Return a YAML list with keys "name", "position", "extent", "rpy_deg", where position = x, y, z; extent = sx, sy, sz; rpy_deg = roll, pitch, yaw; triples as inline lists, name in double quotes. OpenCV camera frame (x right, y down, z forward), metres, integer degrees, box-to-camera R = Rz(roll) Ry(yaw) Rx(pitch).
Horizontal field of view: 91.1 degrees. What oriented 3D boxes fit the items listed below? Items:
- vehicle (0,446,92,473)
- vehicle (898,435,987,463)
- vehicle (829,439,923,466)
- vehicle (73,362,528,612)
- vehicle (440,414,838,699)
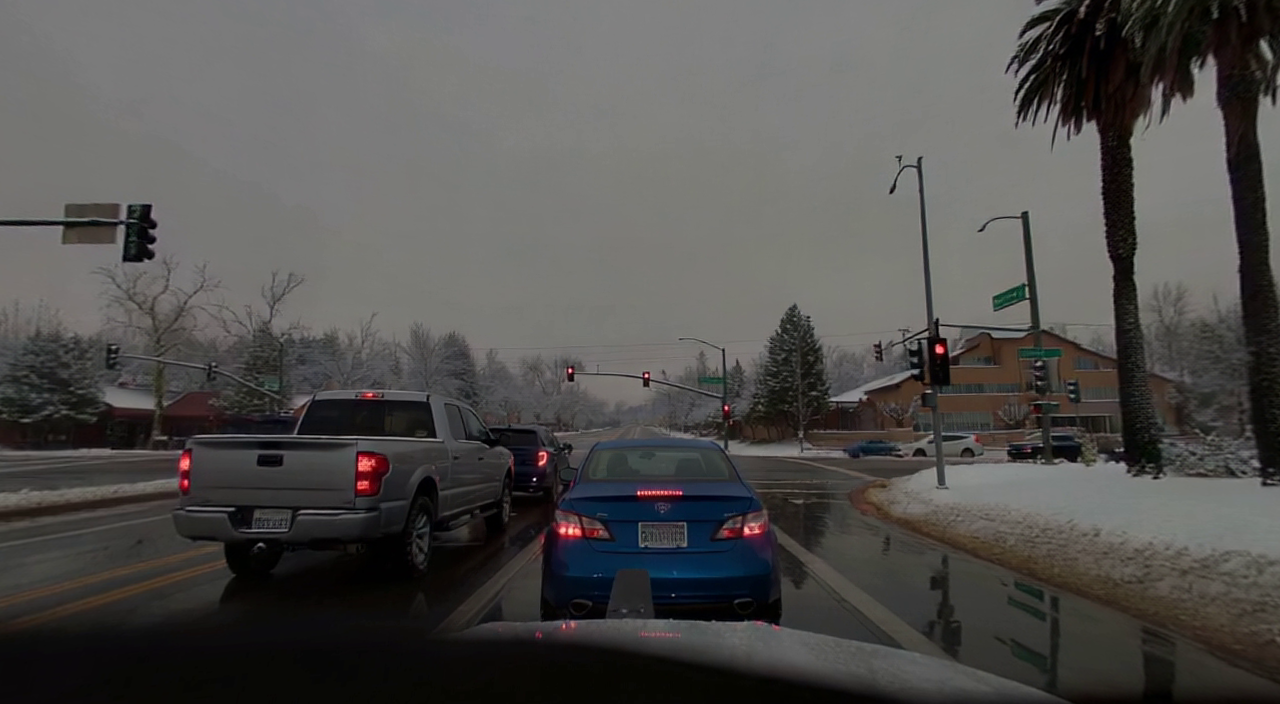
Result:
- name: "vehicle"
  position: [-37.125, 6.632, 38.835]
  extent: [4.576, 1.617, 1.937]
  rpy_deg: [0, -8, 2]
- name: "vehicle"
  position: [18.852, 6.079, 39.283]
  extent: [4.466, 1.717, 1.963]
  rpy_deg: [0, -8, 3]
- name: "vehicle"
  position: [13.628, 5.836, 36.586]
  extent: [4.862, 1.481, 2.275]
  rpy_deg: [-2, -9, 16]
- name: "vehicle"
  position: [-3.239, 1.481, 7.897]
  extent: [2.330, 1.969, 5.626]
  rpy_deg: [-1, -8, 3]
- name: "vehicle"
  position: [0.026, 1.400, 5.501]
  extent: [2.122, 1.501, 4.152]
  rpy_deg: [0, -8, 1]
